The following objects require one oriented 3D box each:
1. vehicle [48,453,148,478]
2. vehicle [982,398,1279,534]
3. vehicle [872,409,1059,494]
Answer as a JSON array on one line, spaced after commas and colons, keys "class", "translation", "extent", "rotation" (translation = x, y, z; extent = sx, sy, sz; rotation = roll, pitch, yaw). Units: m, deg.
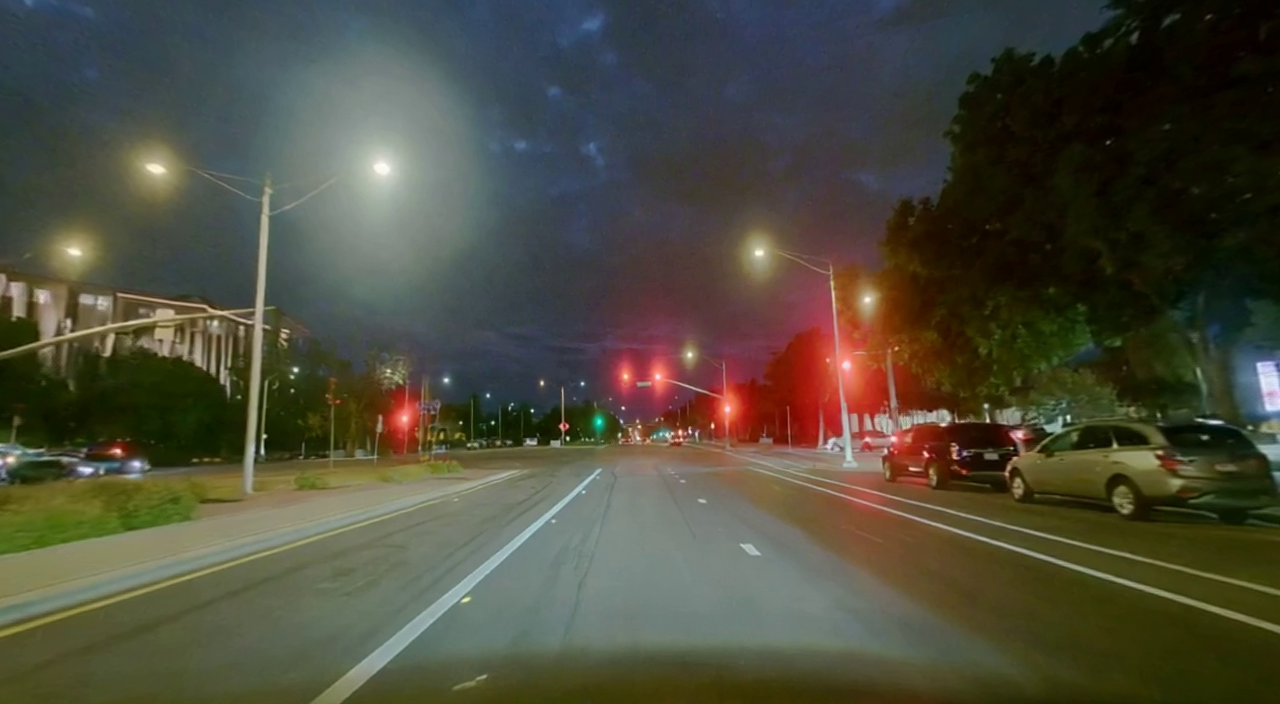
[{"class": "vehicle", "translation": [-35.399, 7.410, 41.321], "extent": [4.721, 1.464, 1.868], "rotation": [0, -8, -1]}, {"class": "vehicle", "translation": [7.988, 1.792, 10.429], "extent": [2.111, 1.710, 4.725], "rotation": [-1, -8, 1]}, {"class": "vehicle", "translation": [8.059, 2.546, 16.367], "extent": [2.100, 1.828, 4.879], "rotation": [0, -8, -2]}]
